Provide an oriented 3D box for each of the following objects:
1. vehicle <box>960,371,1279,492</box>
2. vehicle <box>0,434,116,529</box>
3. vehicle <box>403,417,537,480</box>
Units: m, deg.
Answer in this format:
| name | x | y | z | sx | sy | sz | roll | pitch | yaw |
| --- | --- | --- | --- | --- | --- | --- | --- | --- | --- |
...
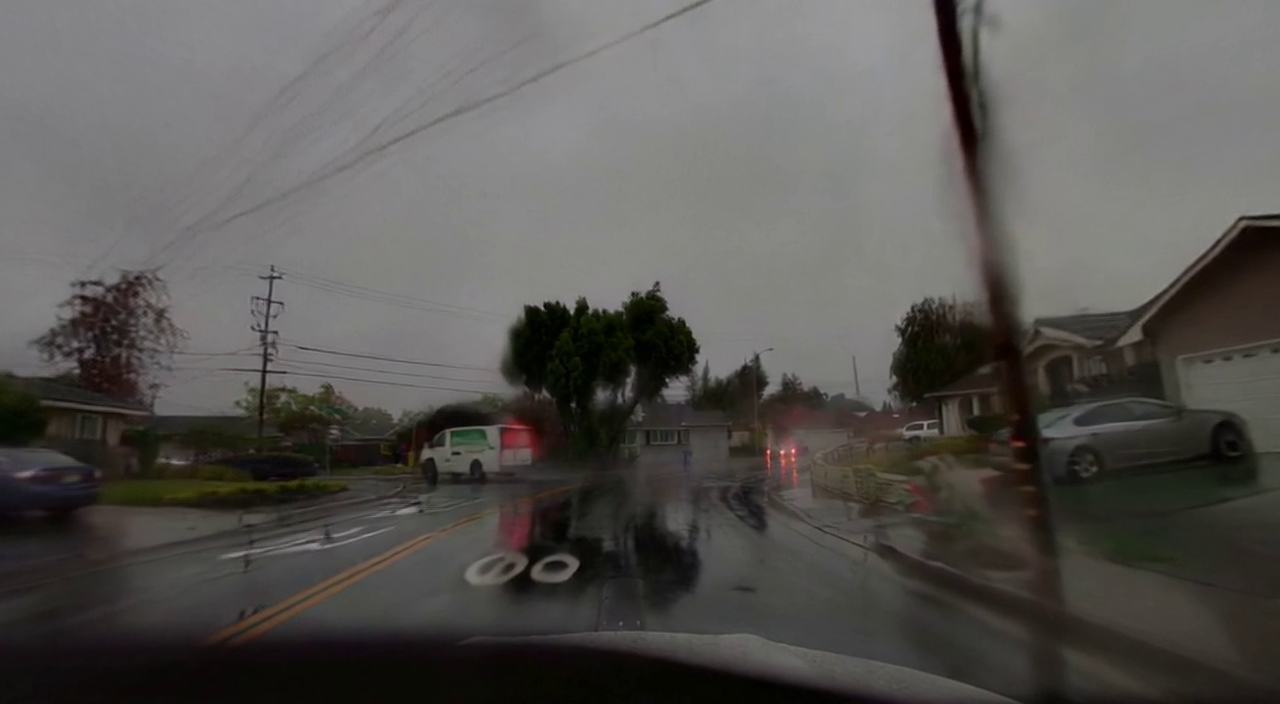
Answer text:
| name | x | y | z | sx | sy | sz | roll | pitch | yaw |
| --- | --- | --- | --- | --- | --- | --- | --- | --- | --- |
| vehicle | 9.364 | 1.605 | 12.601 | 4.658 | 1.536 | 2.090 | -8 | -9 | -1 |
| vehicle | -14.322 | 2.876 | 13.293 | 4.550 | 1.655 | 2.143 | -4 | -15 | -3 |
| vehicle | -9.348 | 5.246 | 34.375 | 7.559 | 3.058 | 2.929 | -6 | -11 | 37 |
